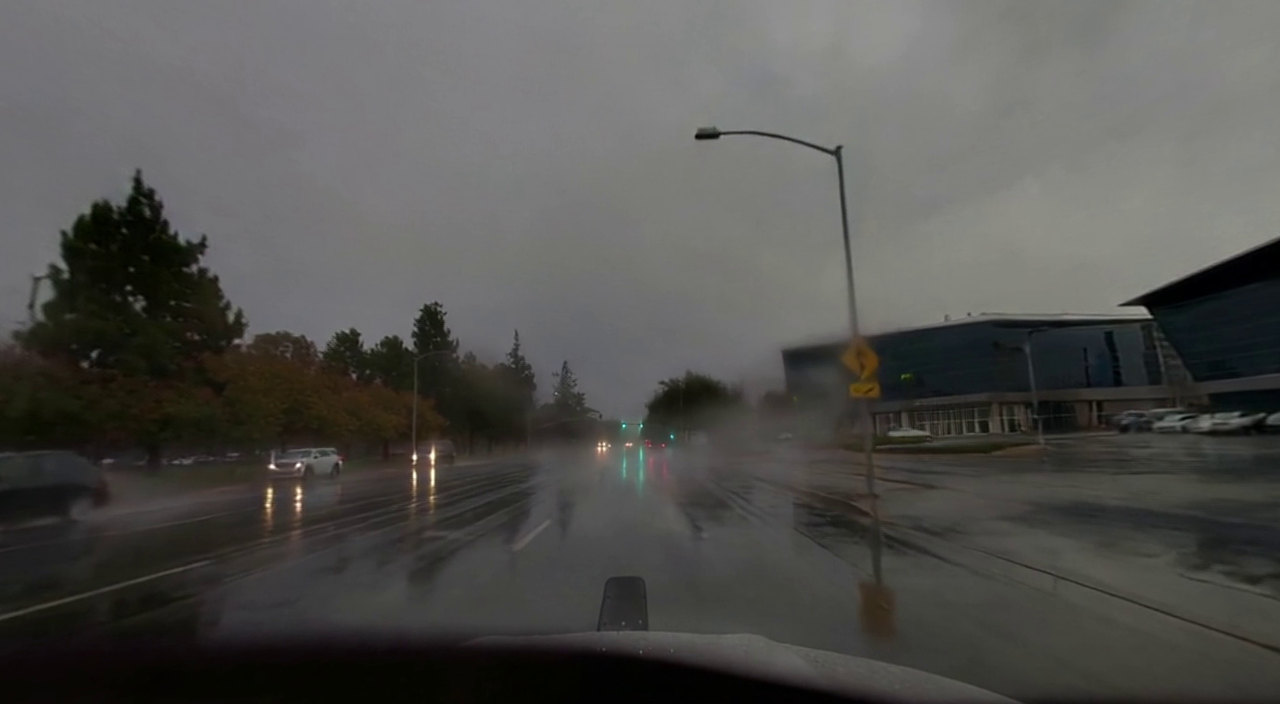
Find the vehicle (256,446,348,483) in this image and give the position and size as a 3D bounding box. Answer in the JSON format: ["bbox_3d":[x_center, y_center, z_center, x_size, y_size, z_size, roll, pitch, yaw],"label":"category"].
[{"bbox_3d":[-17.269,5.723,32.396,2.112,1.754,4.740,0,-8,0],"label":"vehicle"}]

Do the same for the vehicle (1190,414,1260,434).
[{"bbox_3d":[45.423,5.643,48.843,1.671,1.477,3.751,0,-8,-3],"label":"vehicle"}]

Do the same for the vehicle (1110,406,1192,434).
[{"bbox_3d":[39.851,5.386,49.162,1.882,1.686,5.050,-3,-10,-3],"label":"vehicle"}]
